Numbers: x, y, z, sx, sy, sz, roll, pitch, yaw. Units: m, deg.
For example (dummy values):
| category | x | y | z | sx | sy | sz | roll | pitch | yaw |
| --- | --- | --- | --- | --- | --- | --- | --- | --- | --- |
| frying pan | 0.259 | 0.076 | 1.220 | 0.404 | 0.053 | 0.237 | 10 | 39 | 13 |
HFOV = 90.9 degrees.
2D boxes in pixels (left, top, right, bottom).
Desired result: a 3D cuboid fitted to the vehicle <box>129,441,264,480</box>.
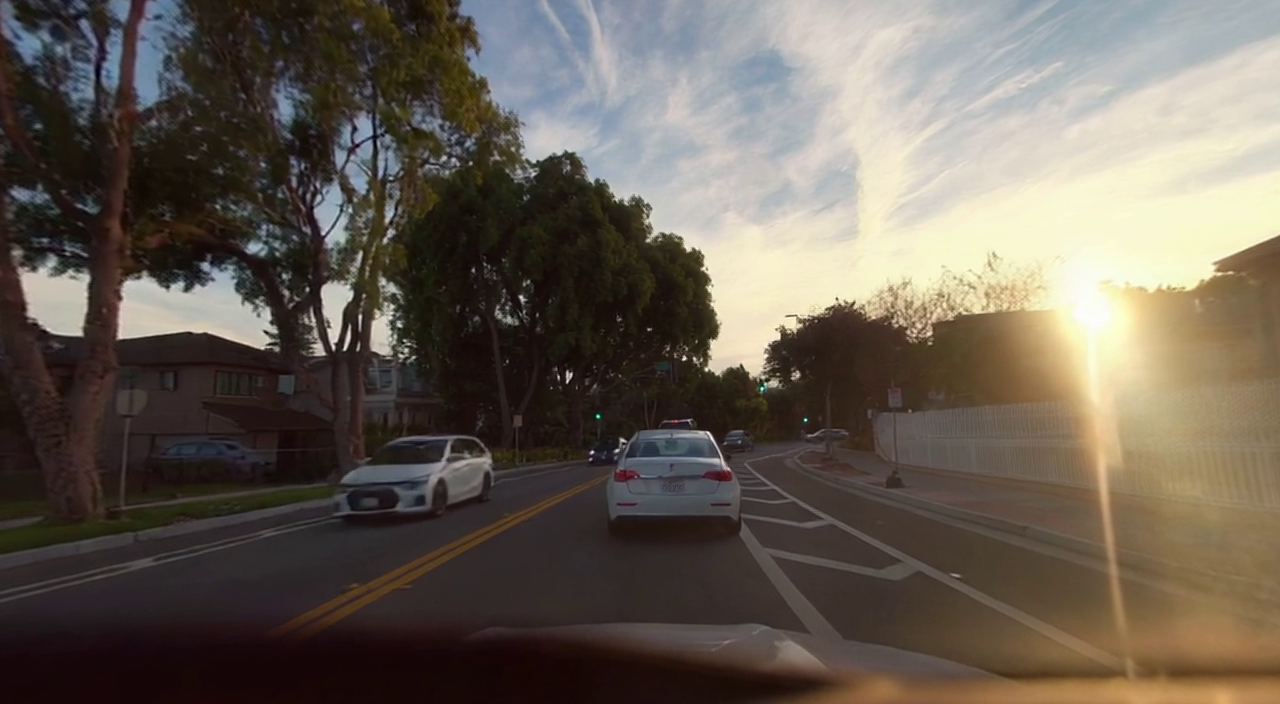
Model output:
| category | x | y | z | sx | sy | sz | roll | pitch | yaw |
| --- | --- | --- | --- | --- | --- | --- | --- | --- | --- |
| vehicle | -17.847 | 4.347 | 25.448 | 4.069 | 1.445 | 2.063 | -2 | -9 | 9 |

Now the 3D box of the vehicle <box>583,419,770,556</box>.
| category | x | y | z | sx | sy | sz | roll | pitch | yaw |
| --- | --- | --- | --- | --- | --- | --- | --- | --- | --- |
| vehicle | 0.449 | 1.803 | 9.068 | 2.070 | 1.516 | 3.936 | 0 | -8 | 1 |

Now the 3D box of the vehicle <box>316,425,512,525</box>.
| category | x | y | z | sx | sy | sz | roll | pitch | yaw |
| --- | --- | --- | --- | --- | --- | --- | --- | --- | --- |
| vehicle | -4.385 | 2.455 | 13.217 | 2.082 | 1.682 | 4.623 | -1 | -8 | 4 |
